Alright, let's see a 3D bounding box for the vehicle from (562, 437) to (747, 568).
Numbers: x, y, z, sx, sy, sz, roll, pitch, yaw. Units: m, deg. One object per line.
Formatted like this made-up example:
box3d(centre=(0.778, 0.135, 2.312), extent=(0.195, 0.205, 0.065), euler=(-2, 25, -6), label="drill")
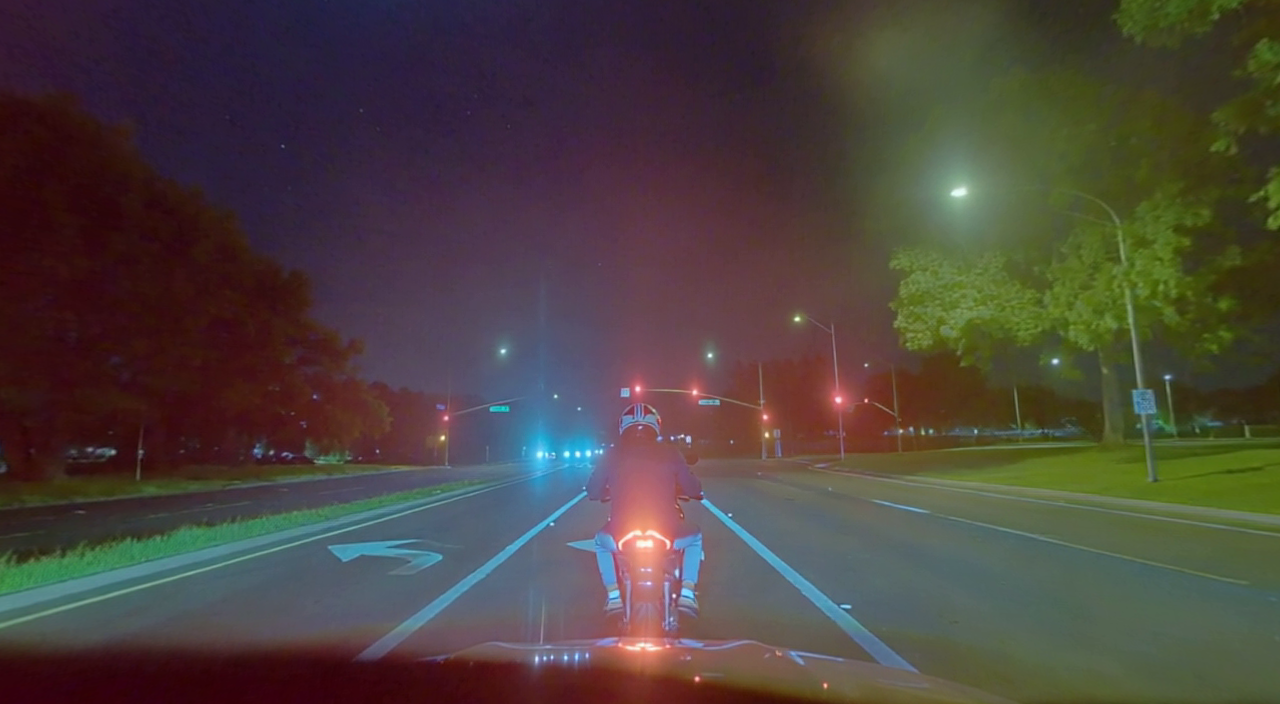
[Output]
box3d(centre=(0.125, 2.025, 9.418), extent=(2.093, 1.450, 4.437), euler=(0, -8, -1), label="vehicle")
